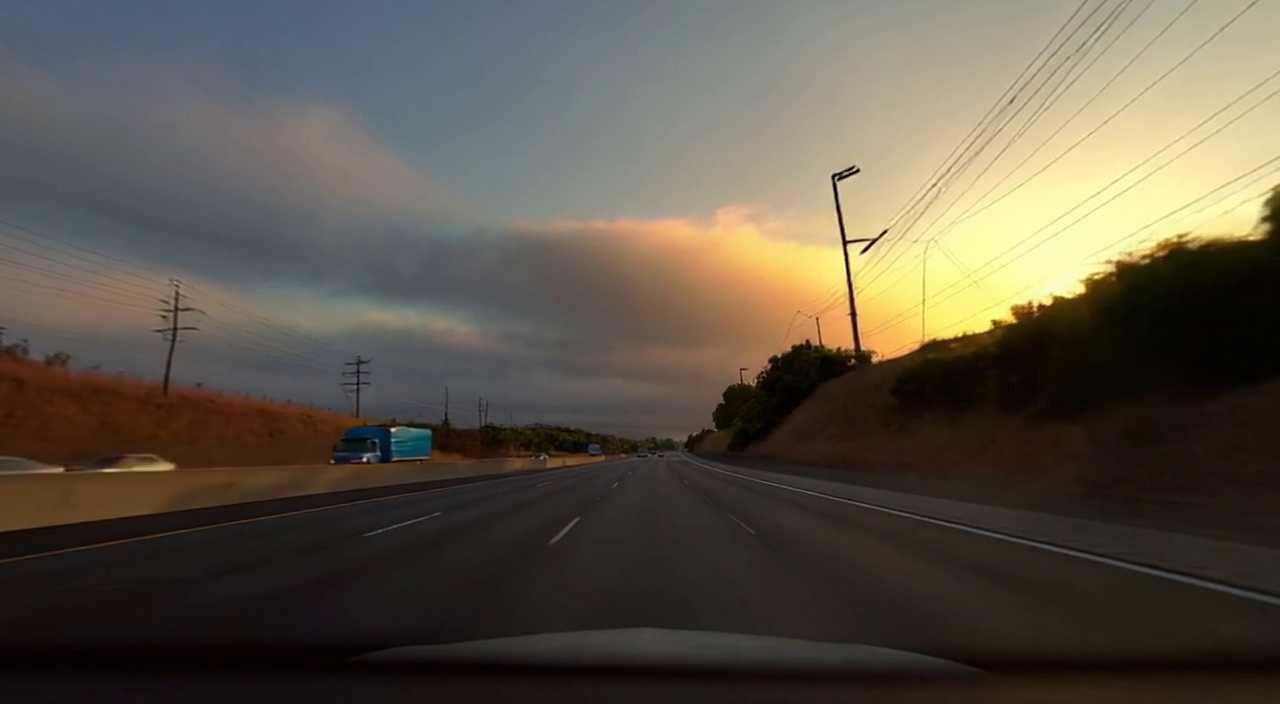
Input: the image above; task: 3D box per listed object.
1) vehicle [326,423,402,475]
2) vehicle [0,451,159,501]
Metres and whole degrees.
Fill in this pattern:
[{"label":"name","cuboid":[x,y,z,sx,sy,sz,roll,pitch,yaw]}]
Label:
[{"label":"vehicle","cuboid":[-21.660,7.698,49.885,2.923,3.816,6.441,0,-9,1]},{"label":"vehicle","cuboid":[-18.923,4.112,21.321,1.853,1.503,4.223,0,-9,1]}]
